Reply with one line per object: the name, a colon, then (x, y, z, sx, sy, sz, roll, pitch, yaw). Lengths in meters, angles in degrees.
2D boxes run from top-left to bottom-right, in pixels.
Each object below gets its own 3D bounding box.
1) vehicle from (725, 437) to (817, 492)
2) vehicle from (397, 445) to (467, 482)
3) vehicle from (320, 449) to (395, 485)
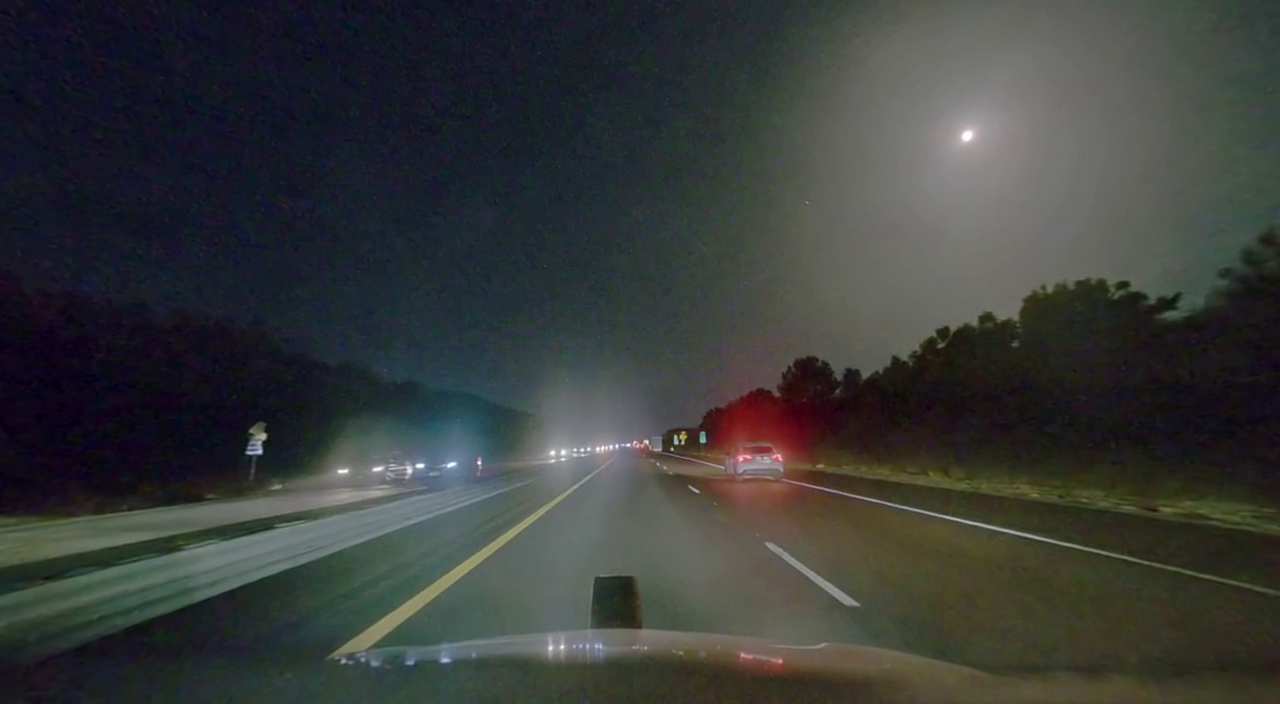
vehicle: (4.054, 3.555, 20.099, 2.001, 1.555, 4.098, 0, -9, 0)
vehicle: (-9.953, 5.361, 30.401, 1.989, 1.630, 4.358, 0, -9, -1)
vehicle: (-14.096, 5.741, 31.604, 1.966, 1.626, 4.331, 0, -9, -3)
